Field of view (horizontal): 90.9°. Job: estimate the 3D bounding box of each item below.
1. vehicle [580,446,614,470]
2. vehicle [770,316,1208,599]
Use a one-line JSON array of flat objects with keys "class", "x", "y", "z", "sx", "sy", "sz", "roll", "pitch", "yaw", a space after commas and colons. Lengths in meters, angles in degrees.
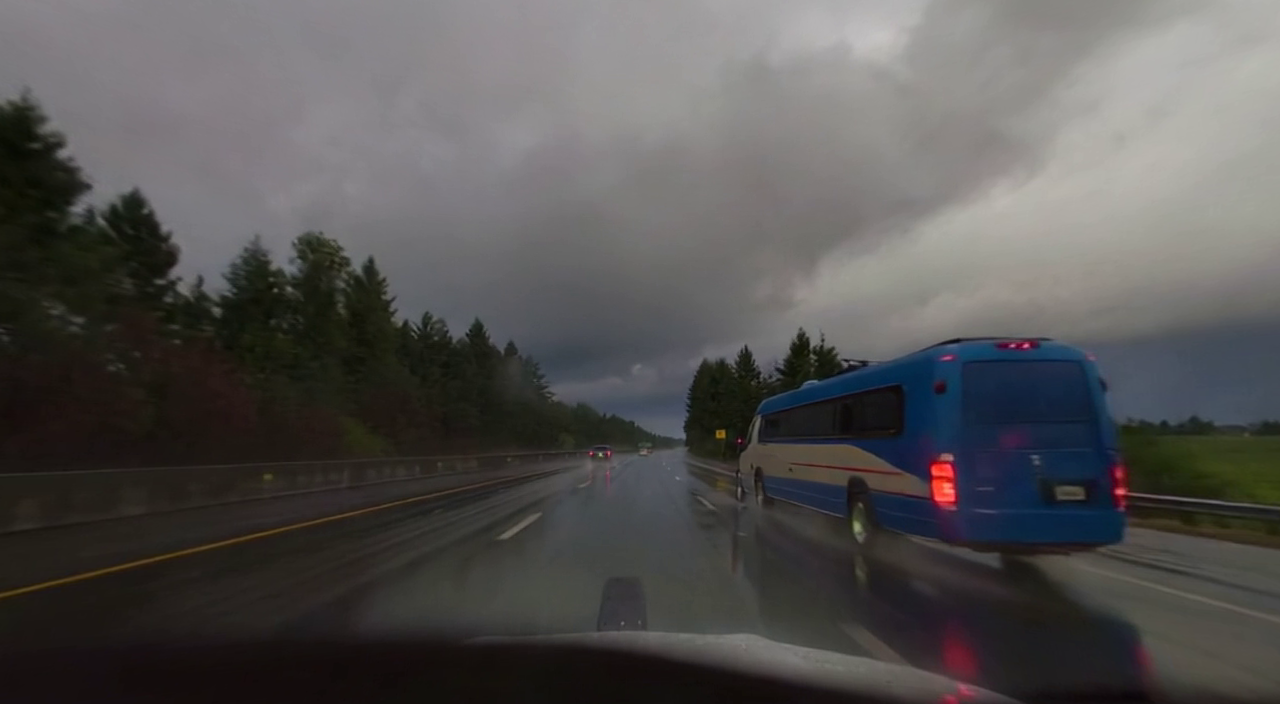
[{"class": "vehicle", "x": -3.056, "y": 7.624, "z": 45.642, "sx": 2.020, "sy": 1.619, "sz": 4.690, "roll": 0, "pitch": -9, "yaw": 1}, {"class": "vehicle", "x": 3.916, "y": 1.456, "z": 9.186, "sx": 2.614, "sy": 2.655, "sz": 6.429, "roll": 0, "pitch": -9, "yaw": 0}]
